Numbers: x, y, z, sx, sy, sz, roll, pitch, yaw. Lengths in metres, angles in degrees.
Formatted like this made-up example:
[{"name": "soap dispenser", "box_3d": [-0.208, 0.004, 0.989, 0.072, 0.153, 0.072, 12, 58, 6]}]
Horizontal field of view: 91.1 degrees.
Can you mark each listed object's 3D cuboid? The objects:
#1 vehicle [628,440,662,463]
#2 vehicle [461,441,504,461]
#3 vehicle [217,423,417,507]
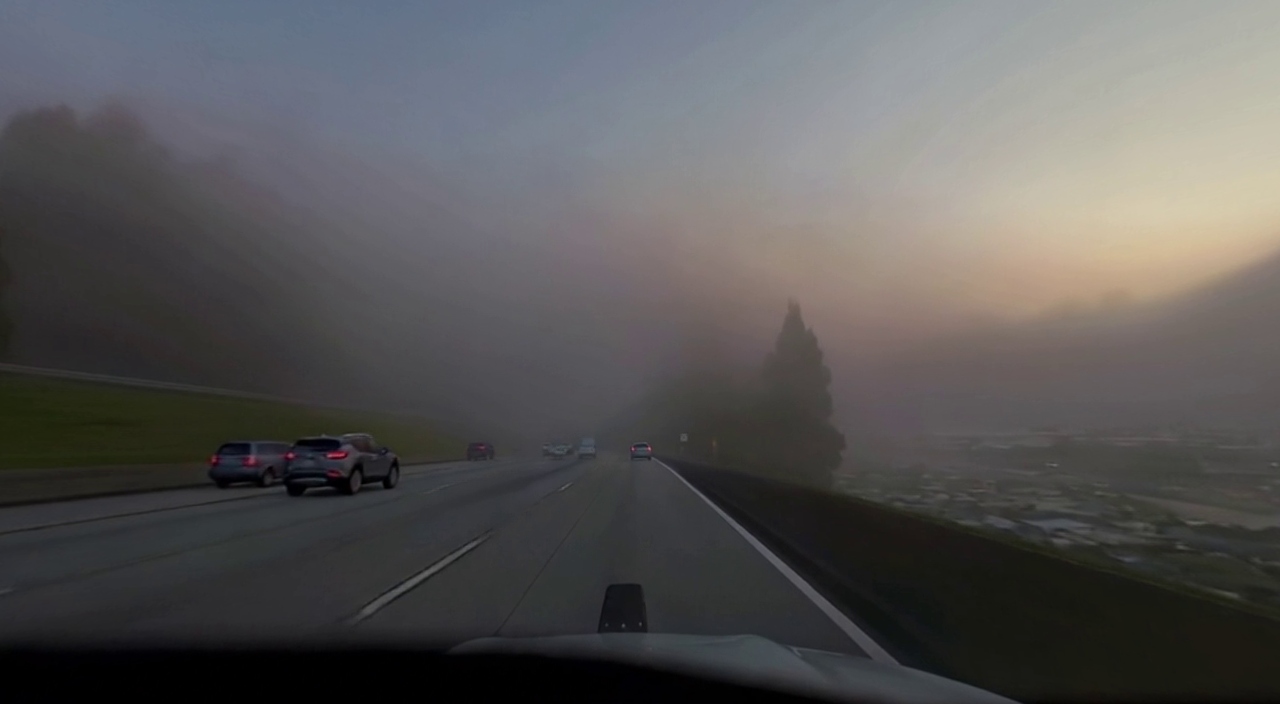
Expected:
[{"name": "vehicle", "box_3d": [0.283, 6.697, 42.305, 2.060, 1.465, 3.974, 0, -8, -2]}, {"name": "vehicle", "box_3d": [-11.984, 7.565, 48.082, 2.056, 1.489, 4.852, 0, -8, -1]}, {"name": "vehicle", "box_3d": [-7.577, 2.706, 15.537, 2.238, 1.712, 5.000, 0, -8, 1]}]
